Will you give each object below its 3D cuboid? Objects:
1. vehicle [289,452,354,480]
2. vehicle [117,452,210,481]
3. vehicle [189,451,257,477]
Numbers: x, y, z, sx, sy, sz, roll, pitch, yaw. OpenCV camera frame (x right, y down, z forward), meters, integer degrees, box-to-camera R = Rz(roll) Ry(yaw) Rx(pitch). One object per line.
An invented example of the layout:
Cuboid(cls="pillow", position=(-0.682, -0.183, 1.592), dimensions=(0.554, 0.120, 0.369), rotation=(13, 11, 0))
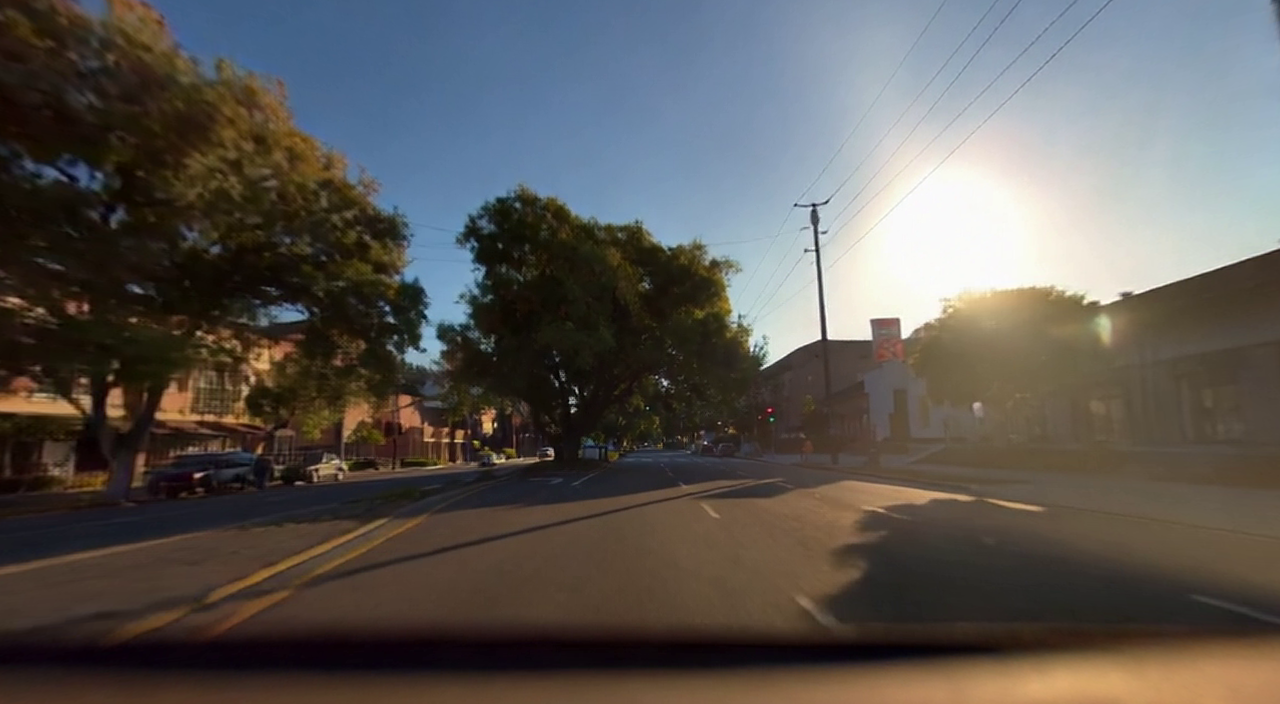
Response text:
Cuboid(cls="vehicle", position=(-19.499, 6.977, 38.879), dimensions=(1.851, 1.584, 4.035), rotation=(0, -9, 0))
Cuboid(cls="vehicle", position=(-26.557, 6.375, 35.408), dimensions=(1.775, 1.479, 4.572), rotation=(0, -9, -3))
Cuboid(cls="vehicle", position=(-26.629, 7.163, 40.505), dimensions=(1.788, 1.538, 3.788), rotation=(0, -9, 0))
